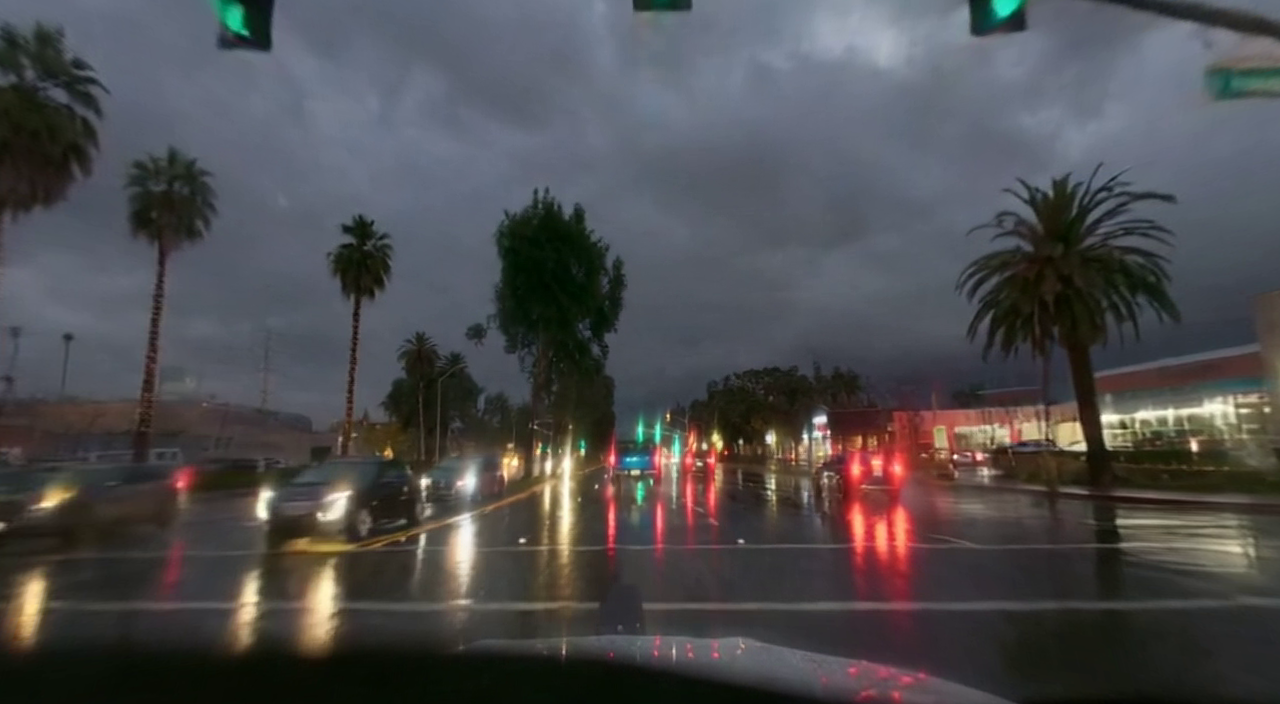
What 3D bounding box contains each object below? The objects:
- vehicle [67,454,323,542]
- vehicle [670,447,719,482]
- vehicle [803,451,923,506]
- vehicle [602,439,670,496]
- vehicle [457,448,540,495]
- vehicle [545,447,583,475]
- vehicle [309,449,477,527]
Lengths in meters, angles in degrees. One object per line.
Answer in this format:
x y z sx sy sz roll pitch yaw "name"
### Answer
-8.619 2.817 12.862 2.061 1.415 4.289 0 -9 0 "vehicle"
2.856 5.968 33.911 2.112 1.710 4.234 0 -9 -2 "vehicle"
6.604 3.763 19.279 1.944 1.447 4.309 0 -9 -2 "vehicle"
-0.140 4.009 22.292 2.151 1.787 4.109 0 -9 0 "vehicle"
-5.154 4.392 23.622 2.036 1.541 4.107 -1 -9 2 "vehicle"
-5.197 7.498 43.680 2.160 1.769 4.494 0 -9 -1 "vehicle"
-5.260 2.923 14.235 2.030 1.441 4.324 0 -9 0 "vehicle"
